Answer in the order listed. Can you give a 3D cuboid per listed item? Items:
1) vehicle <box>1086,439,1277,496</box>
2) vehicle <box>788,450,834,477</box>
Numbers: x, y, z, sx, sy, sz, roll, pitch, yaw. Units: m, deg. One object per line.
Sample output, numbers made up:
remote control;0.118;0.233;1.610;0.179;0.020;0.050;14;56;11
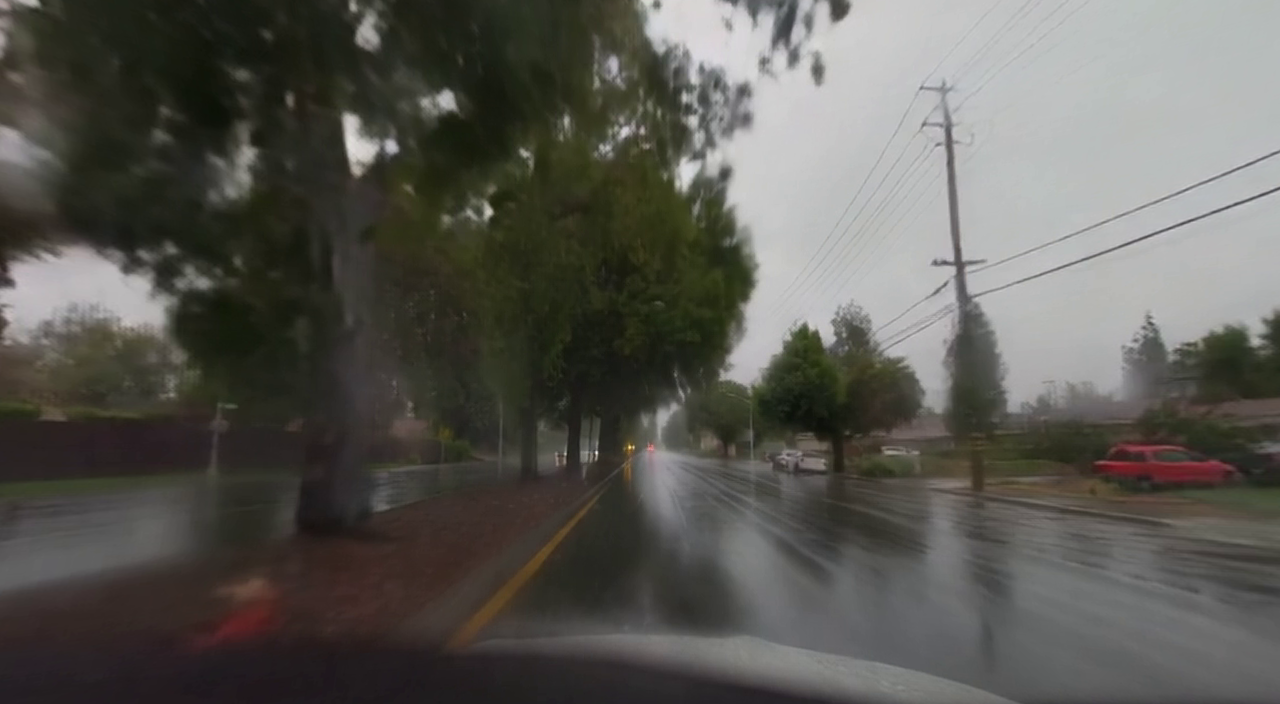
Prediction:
vehicle;19.148;4.084;22.514;4.655;1.921;2.231;0;-8;1
vehicle;11.897;7.770;44.081;2.061;1.575;4.098;5;-8;1
